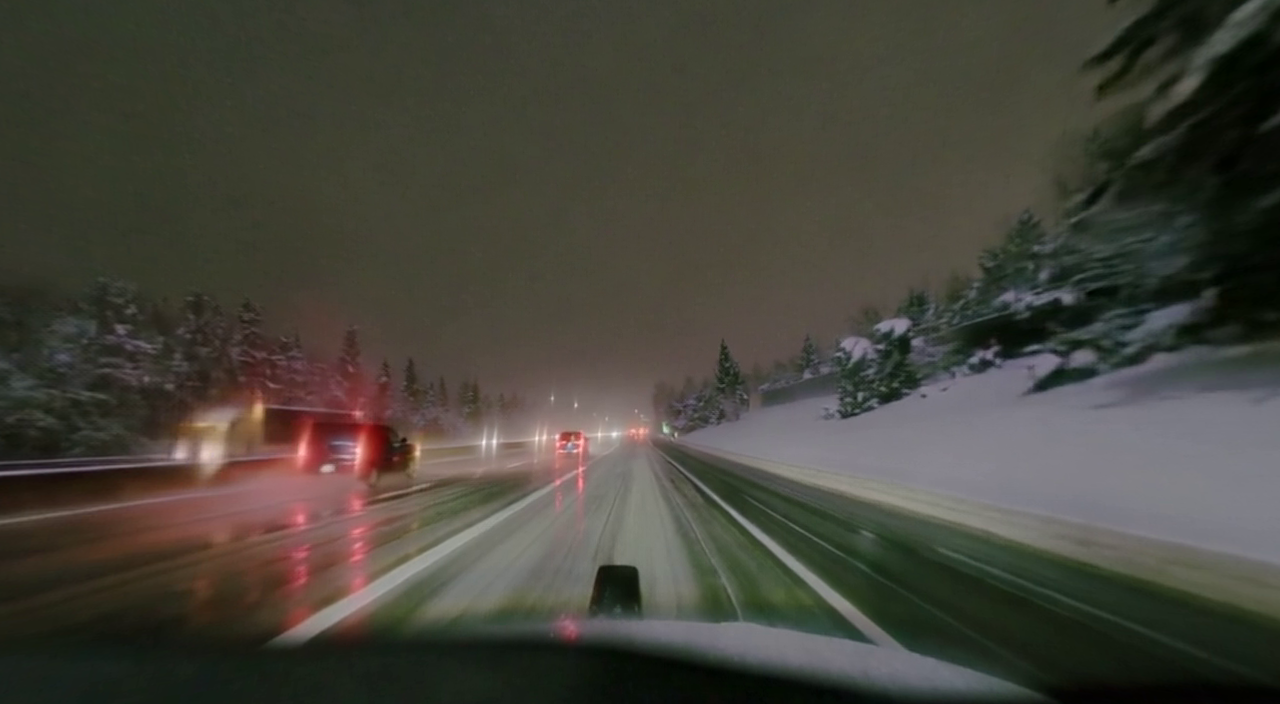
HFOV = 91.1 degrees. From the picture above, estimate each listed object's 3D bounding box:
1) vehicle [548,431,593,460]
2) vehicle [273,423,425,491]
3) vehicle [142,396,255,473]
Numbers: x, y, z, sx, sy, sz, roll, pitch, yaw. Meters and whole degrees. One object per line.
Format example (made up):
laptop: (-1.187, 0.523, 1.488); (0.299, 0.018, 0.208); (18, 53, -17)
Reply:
vehicle: (-3.940, 5.407, 36.466); (2.064, 1.571, 4.225); (0, -8, 1)
vehicle: (-7.862, 2.856, 17.557); (2.113, 1.632, 4.409); (0, -8, 0)
vehicle: (-24.960, 4.662, 35.874); (2.937, 4.060, 4.499); (0, -7, 0)
